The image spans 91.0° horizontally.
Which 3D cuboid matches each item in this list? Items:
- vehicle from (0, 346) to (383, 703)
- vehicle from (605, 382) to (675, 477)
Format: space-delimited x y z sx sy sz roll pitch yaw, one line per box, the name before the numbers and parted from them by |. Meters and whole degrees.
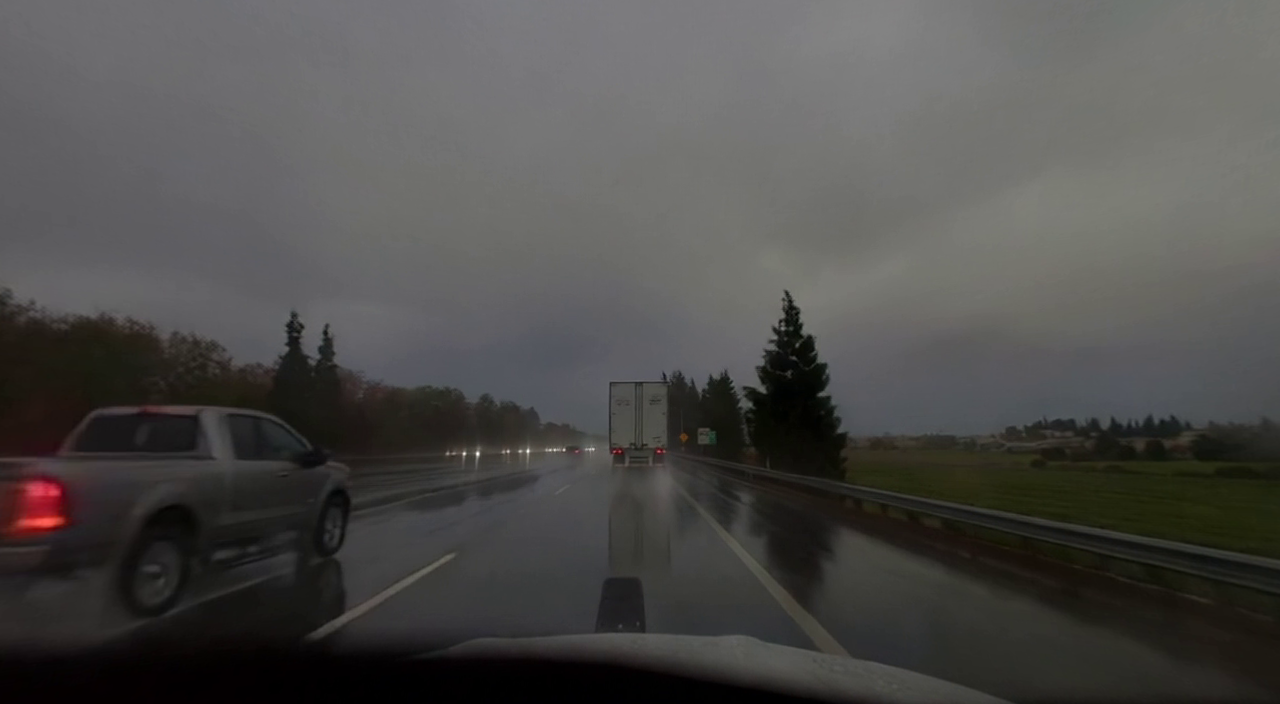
vehicle | -4.336 1.209 5.212 2.285 1.833 4.984 0 -9 0
vehicle | -0.077 4.216 33.190 3.052 4.132 11.336 0 -9 -1
